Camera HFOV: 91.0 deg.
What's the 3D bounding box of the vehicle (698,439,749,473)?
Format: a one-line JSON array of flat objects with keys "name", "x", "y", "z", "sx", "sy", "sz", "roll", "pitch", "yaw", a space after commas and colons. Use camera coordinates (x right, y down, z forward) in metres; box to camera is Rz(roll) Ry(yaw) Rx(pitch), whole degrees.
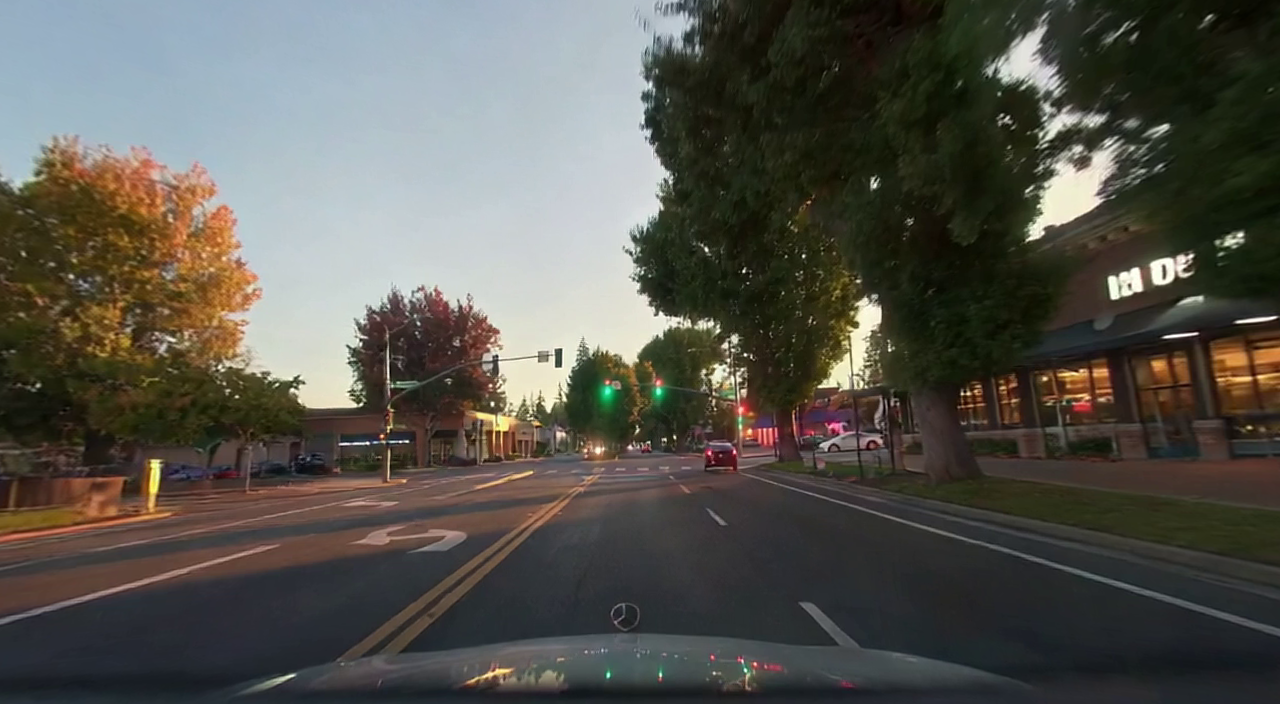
[{"name": "vehicle", "x": 3.908, "y": 4.962, "z": 30.320, "sx": 2.064, "sy": 1.470, "sz": 4.610, "roll": -1, "pitch": -8, "yaw": 3}]
